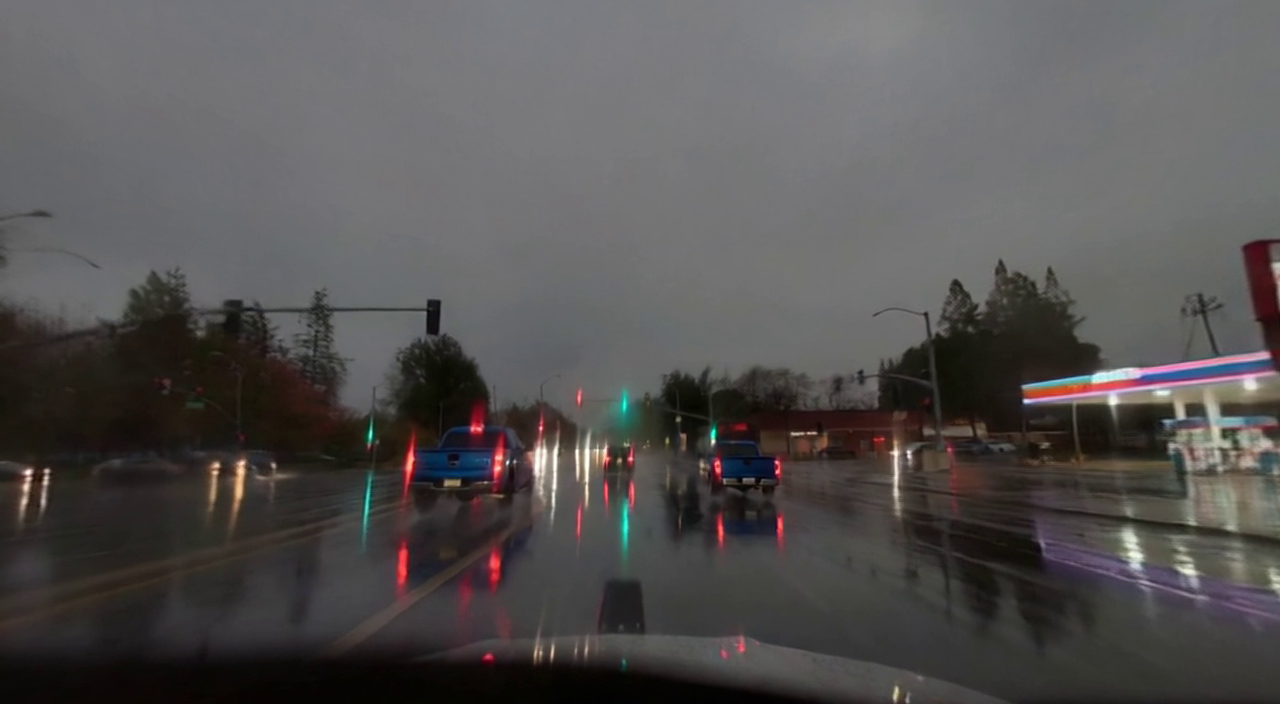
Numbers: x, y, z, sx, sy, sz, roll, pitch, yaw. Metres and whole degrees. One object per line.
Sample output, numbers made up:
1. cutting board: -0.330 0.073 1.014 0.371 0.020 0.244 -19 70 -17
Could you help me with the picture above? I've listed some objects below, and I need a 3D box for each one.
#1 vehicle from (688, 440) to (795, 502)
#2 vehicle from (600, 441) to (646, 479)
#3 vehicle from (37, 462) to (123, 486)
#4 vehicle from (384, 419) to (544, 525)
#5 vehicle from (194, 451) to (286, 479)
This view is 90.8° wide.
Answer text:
1. vehicle: 2.666 3.264 17.827 2.061 1.487 4.462 0 -9 -3
2. vehicle: -0.847 5.002 29.460 2.029 1.605 3.827 0 -9 -3
3. vehicle: -37.969 8.248 42.918 3.849 1.510 1.865 1 -9 -10
4. vehicle: -3.636 2.603 14.371 2.195 1.905 5.634 0 -9 -2
5. vehicle: -29.744 8.412 47.072 5.204 1.963 2.395 0 -9 2
